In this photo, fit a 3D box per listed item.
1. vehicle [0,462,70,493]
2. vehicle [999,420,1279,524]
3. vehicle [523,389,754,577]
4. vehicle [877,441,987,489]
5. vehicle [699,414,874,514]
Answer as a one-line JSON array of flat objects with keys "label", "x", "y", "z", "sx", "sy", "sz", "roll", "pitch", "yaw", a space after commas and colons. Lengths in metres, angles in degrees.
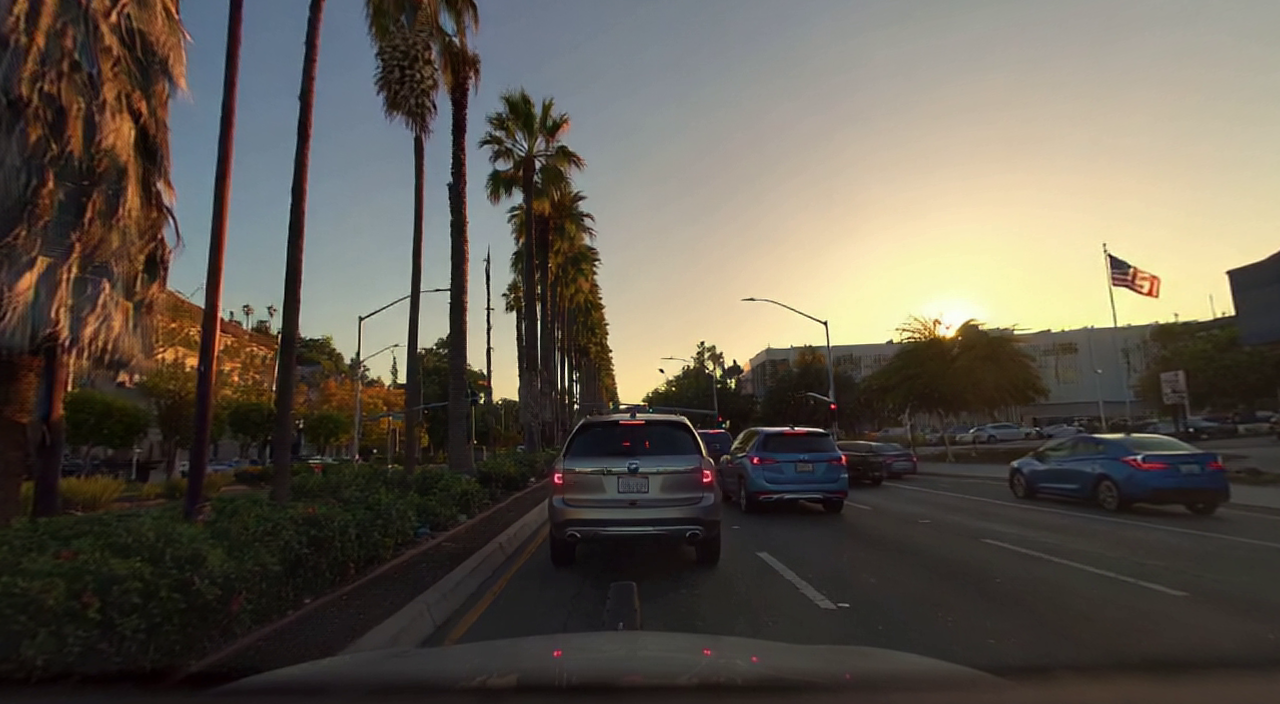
[{"label": "vehicle", "x": -45.805, "y": 9.061, "z": 45.749, "sx": 6.410, "sy": 2.078, "sz": 2.584, "roll": 0, "pitch": -9, "yaw": 0}, {"label": "vehicle", "x": 9.948, "y": 2.411, "z": 13.240, "sx": 2.155, "sy": 1.779, "sz": 4.582, "roll": 0, "pitch": -9, "yaw": 0}, {"label": "vehicle", "x": -0.126, "y": 1.692, "z": 8.919, "sx": 2.402, "sy": 1.938, "sz": 4.535, "roll": 0, "pitch": -9, "yaw": -3}, {"label": "vehicle", "x": 10.165, "y": 3.942, "z": 22.379, "sx": 1.855, "sy": 1.495, "sz": 4.143, "roll": 0, "pitch": -9, "yaw": -1}, {"label": "vehicle", "x": 3.258, "y": 2.732, "z": 15.958, "sx": 2.773, "sy": 2.021, "sz": 6.212, "roll": 0, "pitch": -9, "yaw": -2}]
